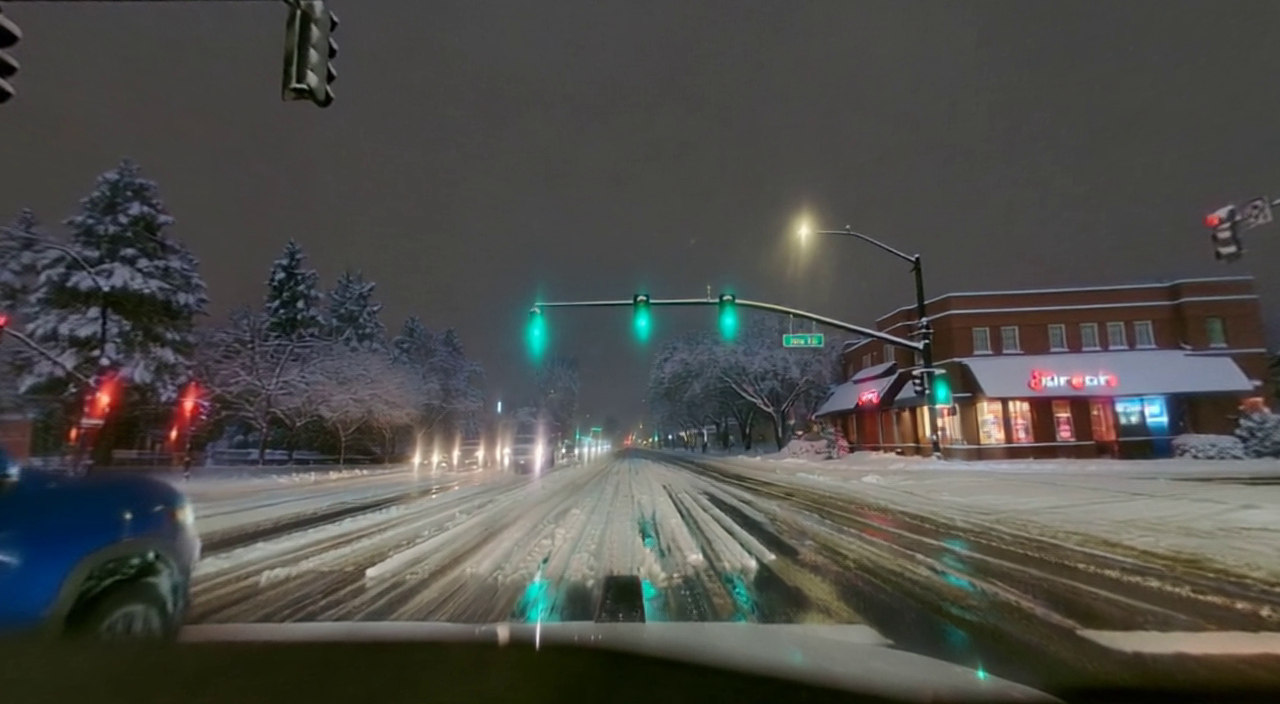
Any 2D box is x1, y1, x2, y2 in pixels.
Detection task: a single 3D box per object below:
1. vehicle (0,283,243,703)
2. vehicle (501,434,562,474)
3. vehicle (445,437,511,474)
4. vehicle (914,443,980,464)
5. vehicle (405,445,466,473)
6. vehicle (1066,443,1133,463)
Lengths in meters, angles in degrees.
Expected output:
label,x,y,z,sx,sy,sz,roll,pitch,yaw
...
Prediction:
label,x,y,z,sx,sy,sz,roll,pitch,yaw
vehicle,-3.348,0.530,0.955,2.313,1.883,5.016,0,-9,-2
vehicle,-5.233,5.025,31.245,2.384,1.787,5.038,0,-8,-3
vehicle,-8.413,5.395,33.254,2.273,1.791,4.809,0,-8,-1
vehicle,23.907,7.909,49.298,4.135,1.417,1.851,-2,-9,2
vehicle,-11.319,5.925,35.232,2.003,1.476,4.082,0,-8,1
vehicle,34.551,7.600,47.585,3.740,1.433,1.646,0,-8,-1
